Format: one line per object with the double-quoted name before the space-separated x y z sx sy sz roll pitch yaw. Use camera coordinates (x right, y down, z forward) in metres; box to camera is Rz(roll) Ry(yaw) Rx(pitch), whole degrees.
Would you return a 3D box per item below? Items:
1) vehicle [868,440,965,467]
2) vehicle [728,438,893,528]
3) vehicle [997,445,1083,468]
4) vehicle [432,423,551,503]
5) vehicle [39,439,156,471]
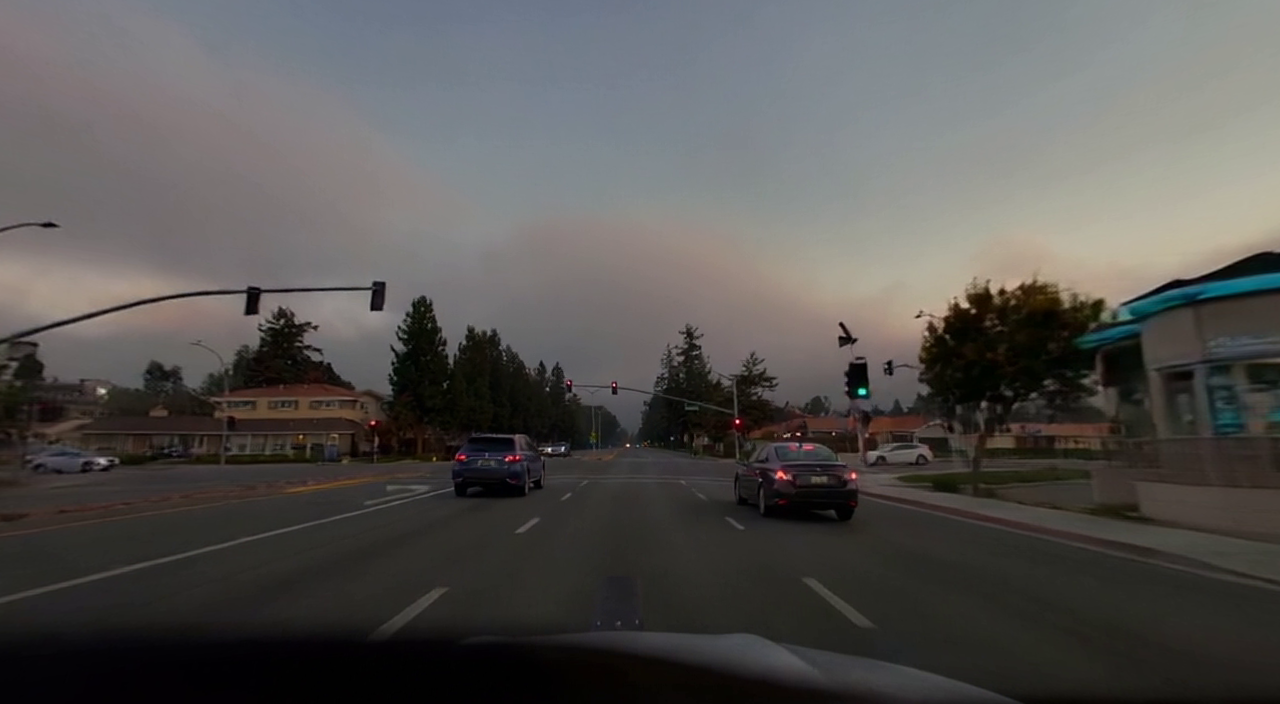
"vehicle" 19.996 7.376 45.898 5.886 1.798 2.407 -1 -9 0
"vehicle" 3.238 2.577 13.164 1.975 1.502 4.787 0 -8 -2
"vehicle" 28.739 7.492 45.464 4.874 1.625 1.930 0 -8 0
"vehicle" -3.702 2.871 16.697 1.997 1.806 4.500 0 -8 1
"vehicle" -36.521 6.934 42.636 5.569 2.088 2.426 0 -8 0
